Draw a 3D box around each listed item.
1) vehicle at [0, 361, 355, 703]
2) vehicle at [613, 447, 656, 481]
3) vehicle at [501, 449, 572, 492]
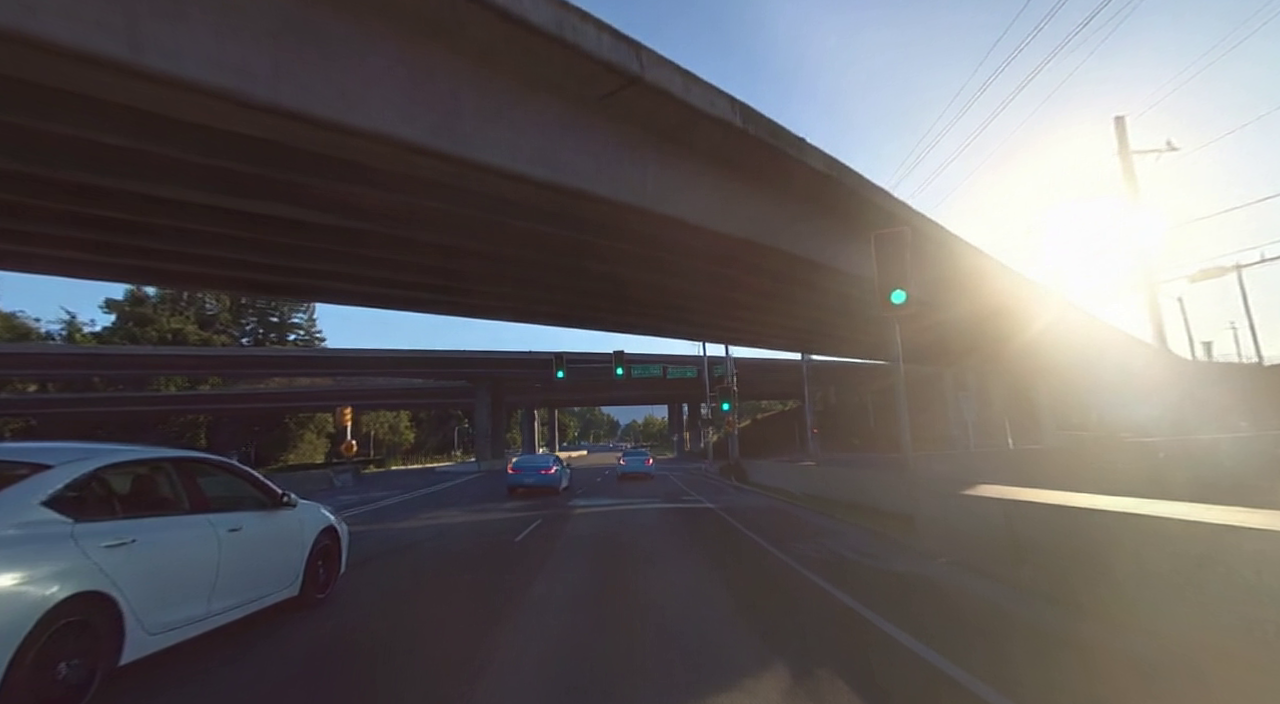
[{"bbox_3d":[-3.490,1.006,3.357,1.925,1.666,4.271,0,-8,0],"label":"vehicle"},{"bbox_3d":[-0.277,5.487,31.248,1.985,1.565,3.968,0,-8,-1],"label":"vehicle"},{"bbox_3d":[-3.752,4.367,23.690,1.946,1.437,4.154,0,-8,0],"label":"vehicle"}]
